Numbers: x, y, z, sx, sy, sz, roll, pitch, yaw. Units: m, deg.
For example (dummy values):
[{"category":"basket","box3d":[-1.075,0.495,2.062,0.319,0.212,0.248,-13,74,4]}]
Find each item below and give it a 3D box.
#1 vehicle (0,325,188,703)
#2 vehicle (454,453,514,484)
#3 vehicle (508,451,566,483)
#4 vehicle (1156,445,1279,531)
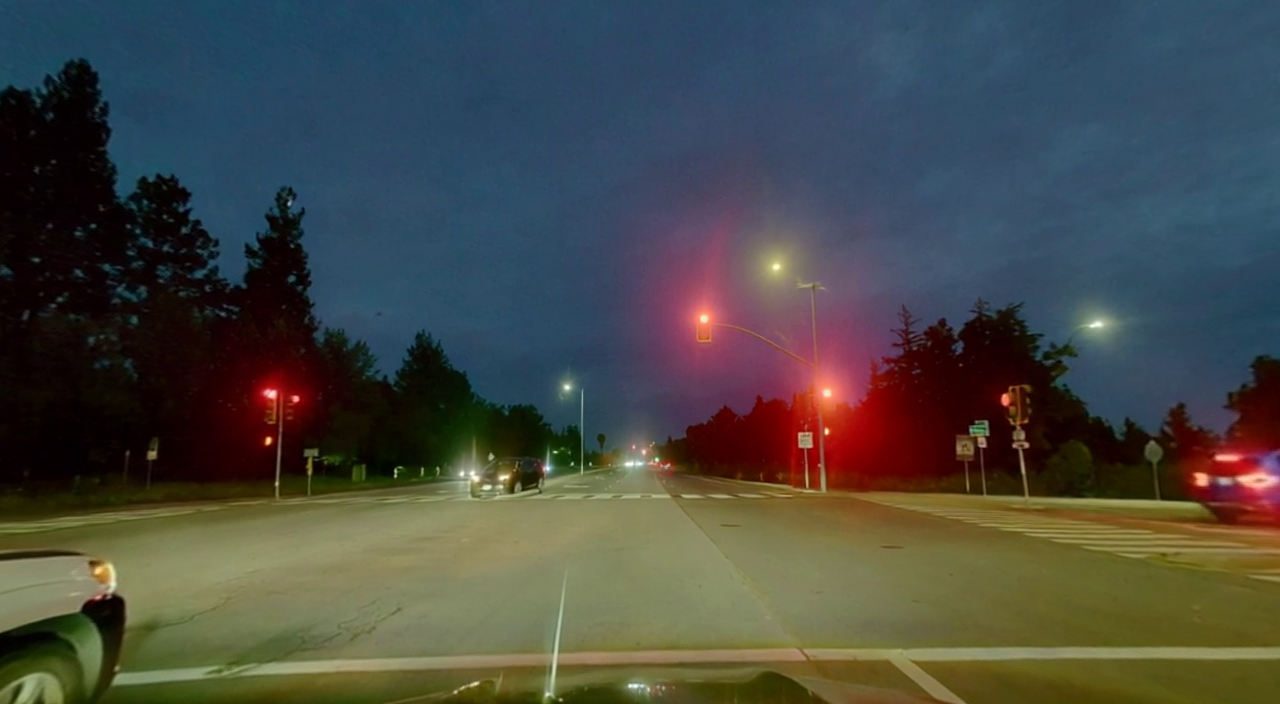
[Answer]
[{"category":"vehicle","box3d":[-3.480,0.586,0.896,2.242,1.761,4.505,0,-8,1]},{"category":"vehicle","box3d":[-8.034,6.017,32.807,1.960,1.433,4.213,0,-8,1]},{"category":"vehicle","box3d":[-5.237,5.933,32.850,2.107,1.456,4.728,0,-8,2]},{"category":"vehicle","box3d":[12.964,2.558,12.192,4.404,1.486,1.841,0,-8,-3]}]
